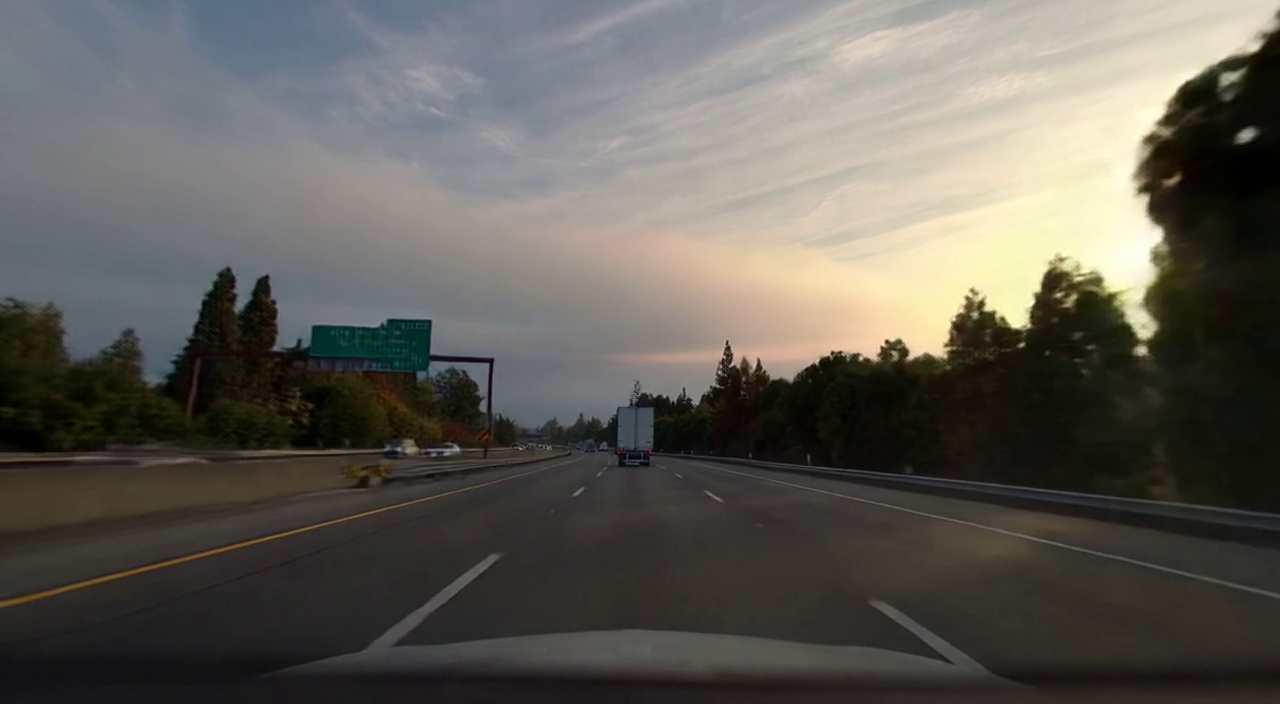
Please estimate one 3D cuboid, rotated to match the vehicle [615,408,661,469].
[{"bbox_3d":[-0.316,6.502,46.764,2.962,3.953,10.696,0,-9,-3],"label":"vehicle"}]
